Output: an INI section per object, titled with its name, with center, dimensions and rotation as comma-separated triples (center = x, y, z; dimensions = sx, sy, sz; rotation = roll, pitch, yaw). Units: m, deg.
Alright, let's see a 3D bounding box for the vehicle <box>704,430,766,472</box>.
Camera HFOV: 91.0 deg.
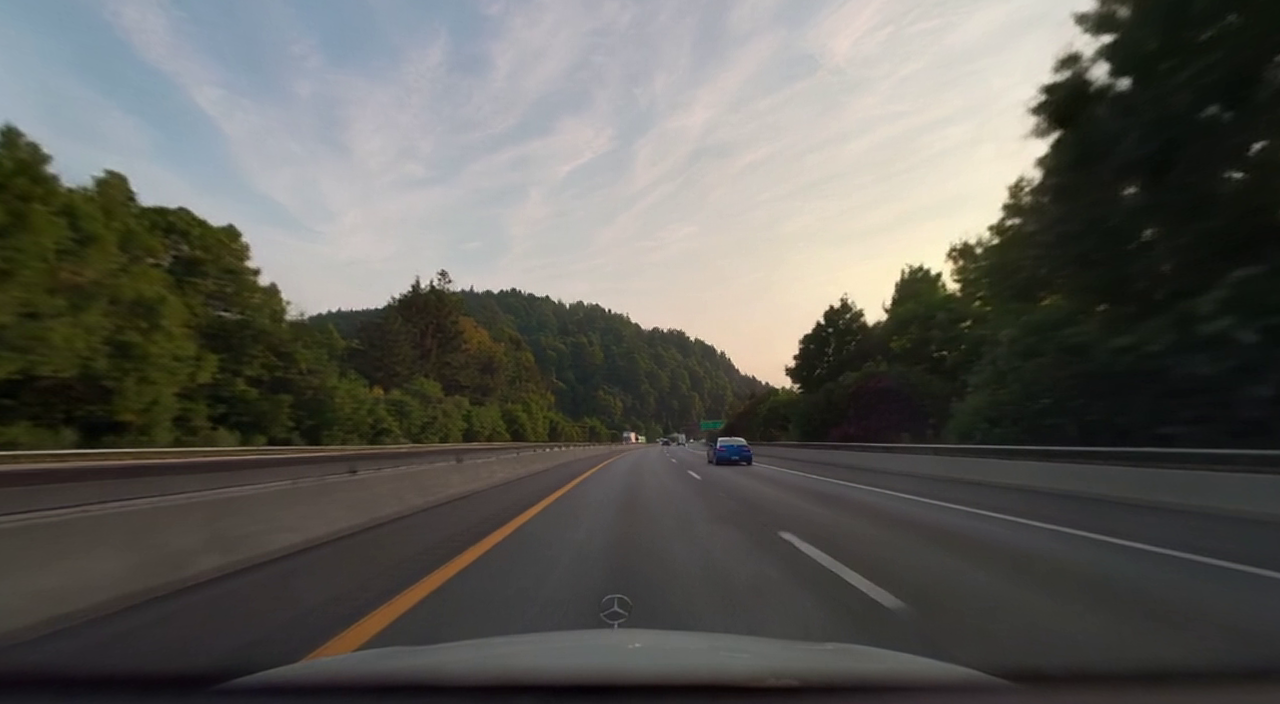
[vehicle]
center = 4.076, 4.300, 27.634
dimensions = 2.022, 1.663, 4.245
rotation = 0, -8, 0
